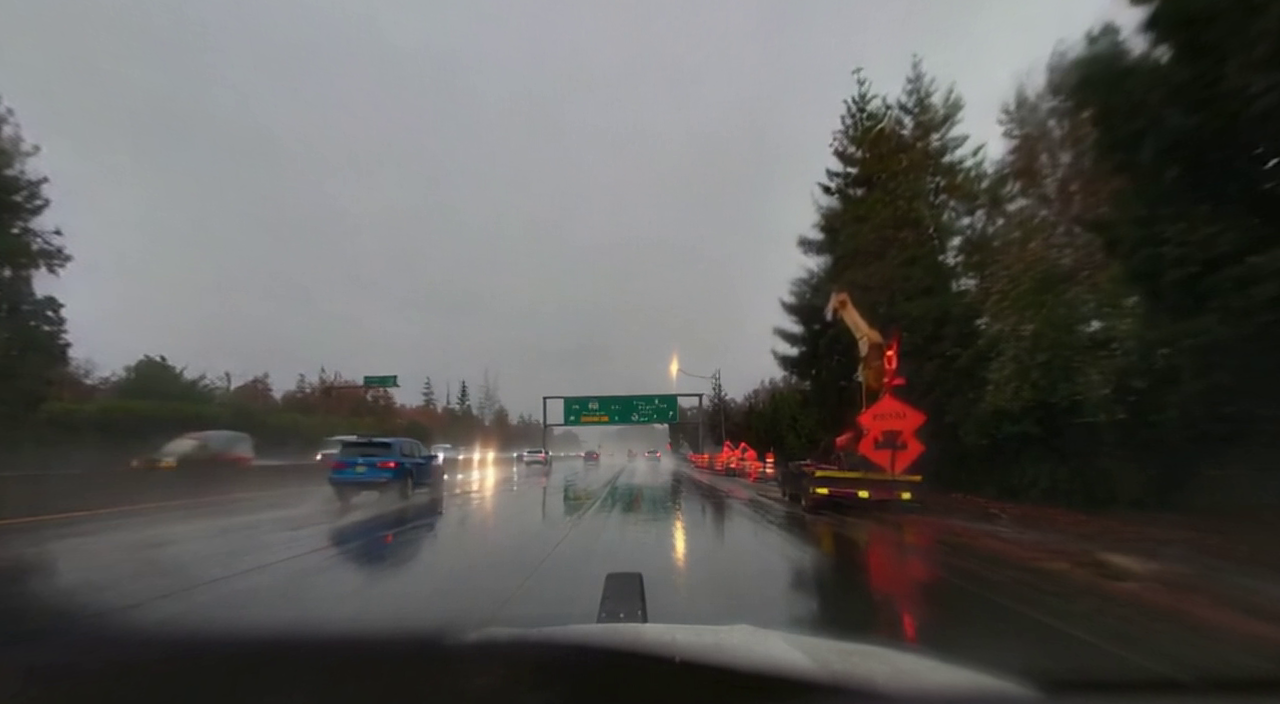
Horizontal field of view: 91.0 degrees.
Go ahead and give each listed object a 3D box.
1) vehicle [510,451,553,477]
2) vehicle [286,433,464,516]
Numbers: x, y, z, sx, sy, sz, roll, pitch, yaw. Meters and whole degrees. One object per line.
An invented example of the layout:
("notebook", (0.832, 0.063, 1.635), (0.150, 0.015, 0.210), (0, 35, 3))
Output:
("vehicle", (-6.699, 6.981, 39.415), (1.895, 1.506, 4.245), (0, -9, 1))
("vehicle", (-6.276, 2.954, 15.708), (2.402, 1.733, 4.512), (0, -9, 1))
